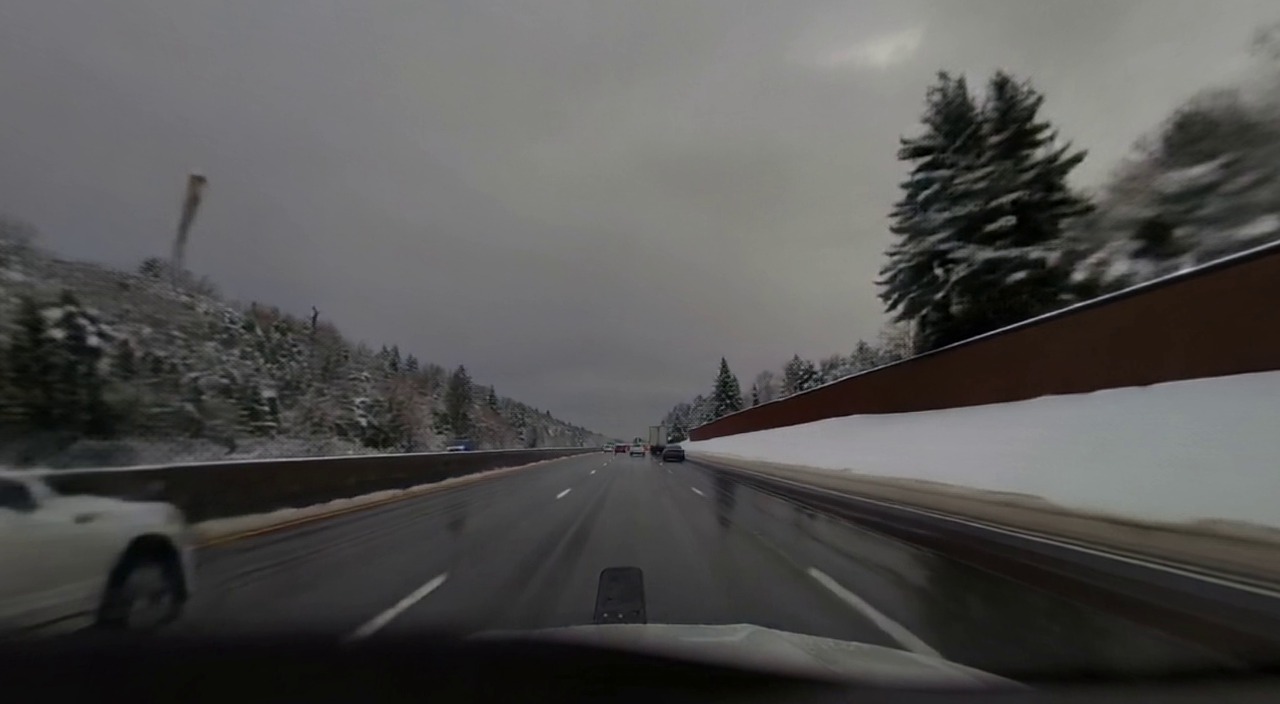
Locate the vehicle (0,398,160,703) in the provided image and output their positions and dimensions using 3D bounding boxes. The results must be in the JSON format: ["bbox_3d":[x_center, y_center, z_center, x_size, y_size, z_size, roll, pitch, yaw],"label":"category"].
[{"bbox_3d":[-3.963,0.728,1.099,2.129,1.559,5.272,0,-9,0],"label":"vehicle"}]
